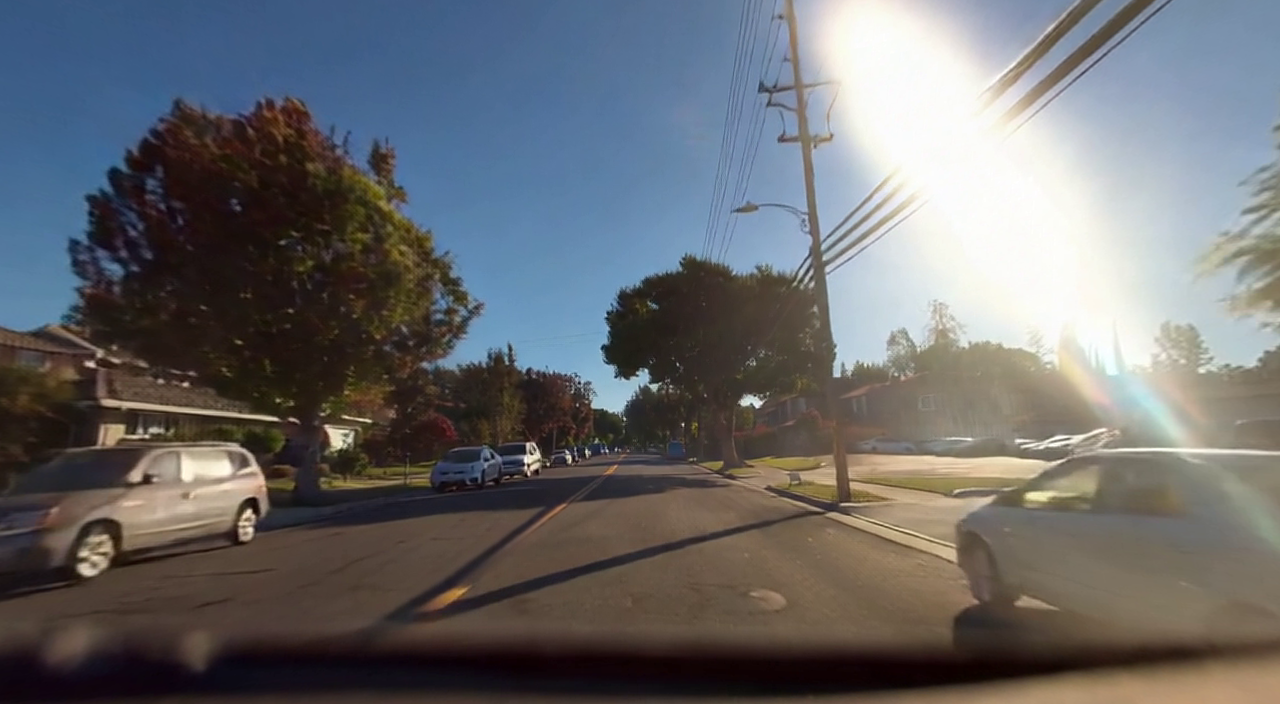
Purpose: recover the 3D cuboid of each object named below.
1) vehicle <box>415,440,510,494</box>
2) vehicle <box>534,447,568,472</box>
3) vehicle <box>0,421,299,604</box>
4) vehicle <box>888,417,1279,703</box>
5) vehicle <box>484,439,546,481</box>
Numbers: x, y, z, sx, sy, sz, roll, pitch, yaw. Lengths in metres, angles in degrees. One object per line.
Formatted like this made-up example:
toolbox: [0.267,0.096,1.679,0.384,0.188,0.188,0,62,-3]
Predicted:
vehicle: [-6.575,4.297,24.113,2.120,1.799,5.370,-1,-8,0]
vehicle: [-6.679,8.152,47.911,1.852,1.510,4.812,-4,-7,-1]
vehicle: [-6.657,1.871,8.222,2.027,1.695,4.437,-3,-8,-1]
vehicle: [3.494,1.232,4.076,1.909,1.462,4.740,0,-8,1]
vehicle: [-6.491,5.624,33.414,2.144,1.955,6.159,0,-7,-1]
